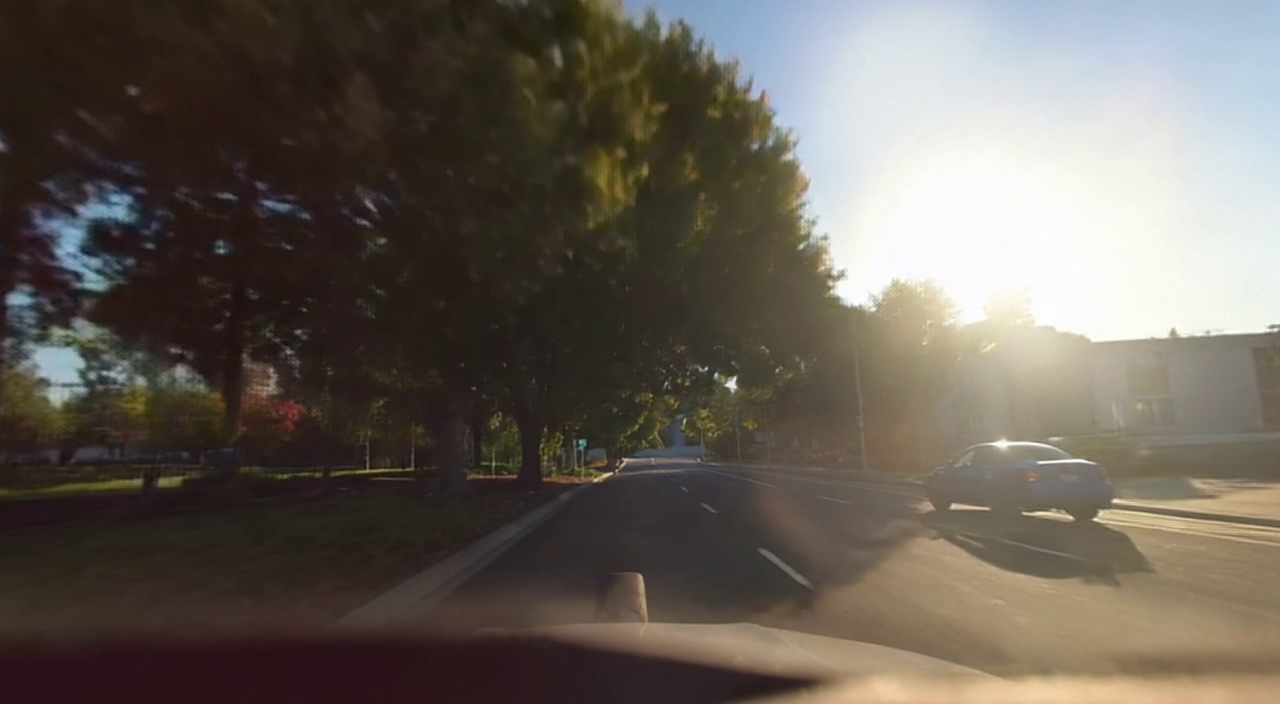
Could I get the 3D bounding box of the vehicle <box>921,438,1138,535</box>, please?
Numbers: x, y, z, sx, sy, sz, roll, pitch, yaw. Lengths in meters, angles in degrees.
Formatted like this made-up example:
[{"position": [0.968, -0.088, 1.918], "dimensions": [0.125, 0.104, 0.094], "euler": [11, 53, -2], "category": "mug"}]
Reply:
[{"position": [7.057, 2.433, 11.941], "dimensions": [1.797, 1.518, 3.433], "euler": [0, -9, -1], "category": "vehicle"}]
